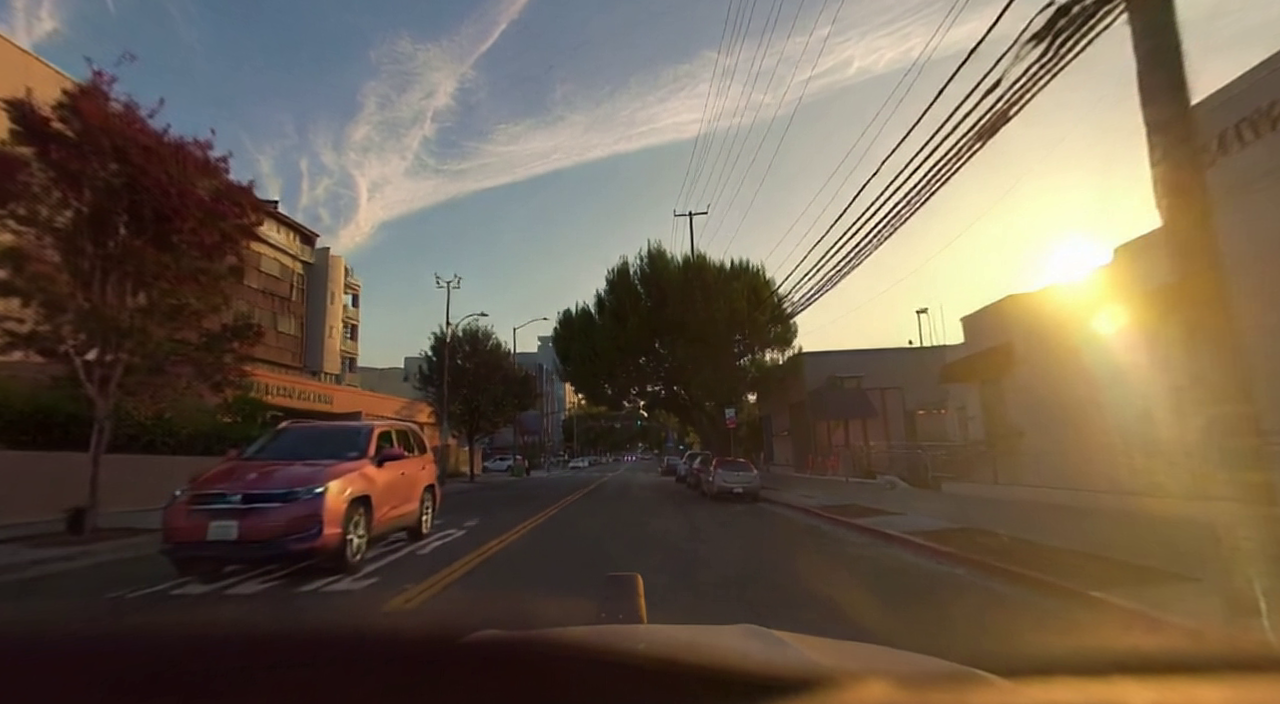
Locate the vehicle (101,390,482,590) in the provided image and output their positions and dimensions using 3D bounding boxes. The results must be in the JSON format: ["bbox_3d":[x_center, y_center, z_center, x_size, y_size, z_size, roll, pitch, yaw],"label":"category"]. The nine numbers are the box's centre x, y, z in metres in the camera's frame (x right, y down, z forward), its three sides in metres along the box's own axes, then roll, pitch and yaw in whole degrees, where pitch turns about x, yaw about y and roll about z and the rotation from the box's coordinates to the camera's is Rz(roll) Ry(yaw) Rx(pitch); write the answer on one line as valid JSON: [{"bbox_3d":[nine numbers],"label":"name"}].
[{"bbox_3d":[-4.073,1.723,8.770,2.495,1.966,4.846,0,-8,0],"label":"vehicle"}]

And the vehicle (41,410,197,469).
[{"bbox_3d":[-24.405,4.189,30.026,2.288,2.514,5.886,0,-8,1],"label":"vehicle"}]

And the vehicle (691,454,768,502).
[{"bbox_3d":[2.907,4.202,21.419,1.877,1.373,3.854,0,-8,-3],"label":"vehicle"}]
